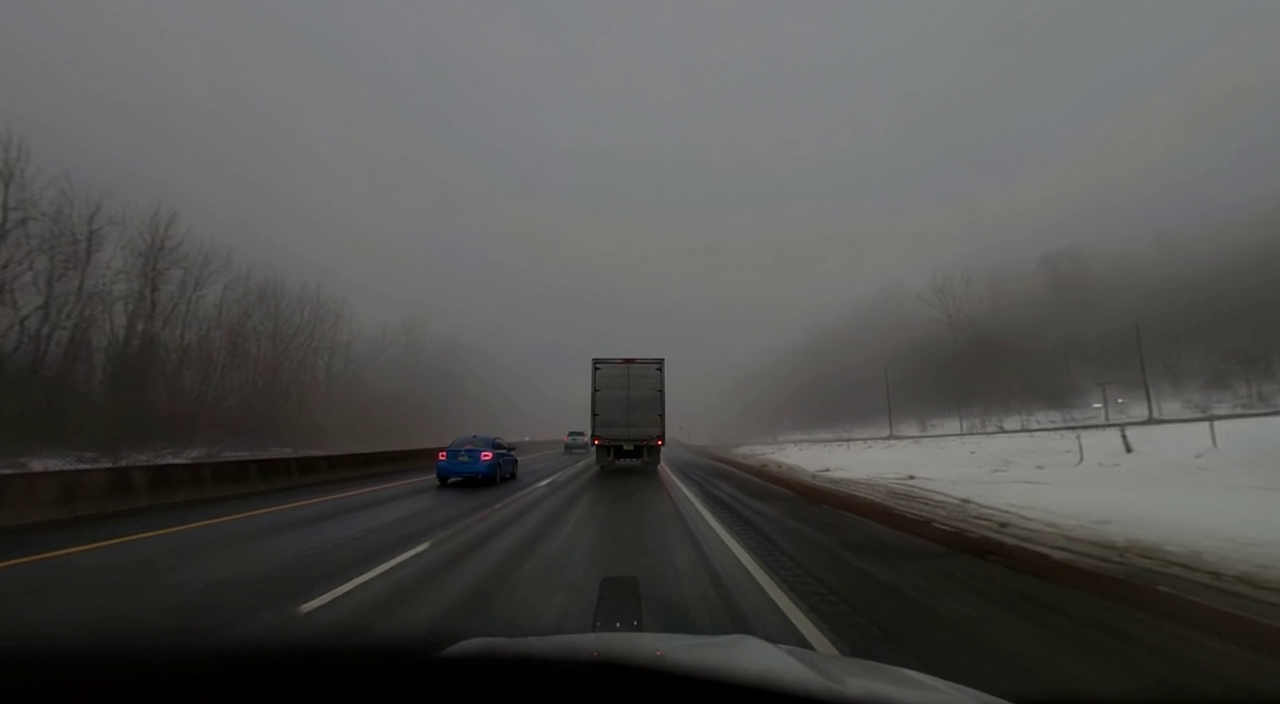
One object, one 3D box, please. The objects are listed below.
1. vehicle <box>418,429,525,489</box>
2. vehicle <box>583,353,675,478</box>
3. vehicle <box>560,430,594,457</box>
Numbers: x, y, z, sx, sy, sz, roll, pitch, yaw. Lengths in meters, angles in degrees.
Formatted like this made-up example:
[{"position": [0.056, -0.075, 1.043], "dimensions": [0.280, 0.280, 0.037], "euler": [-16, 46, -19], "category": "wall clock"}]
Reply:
[{"position": [-4.800, 3.087, 18.628], "dimensions": [1.931, 1.539, 4.441], "euler": [0, -8, 0], "category": "vehicle"}, {"position": [-0.452, 2.714, 25.427], "dimensions": [2.953, 4.041, 10.072], "euler": [0, -8, -1], "category": "vehicle"}, {"position": [-4.558, 6.698, 46.080], "dimensions": [2.019, 1.834, 4.644], "euler": [0, -8, 0], "category": "vehicle"}]
